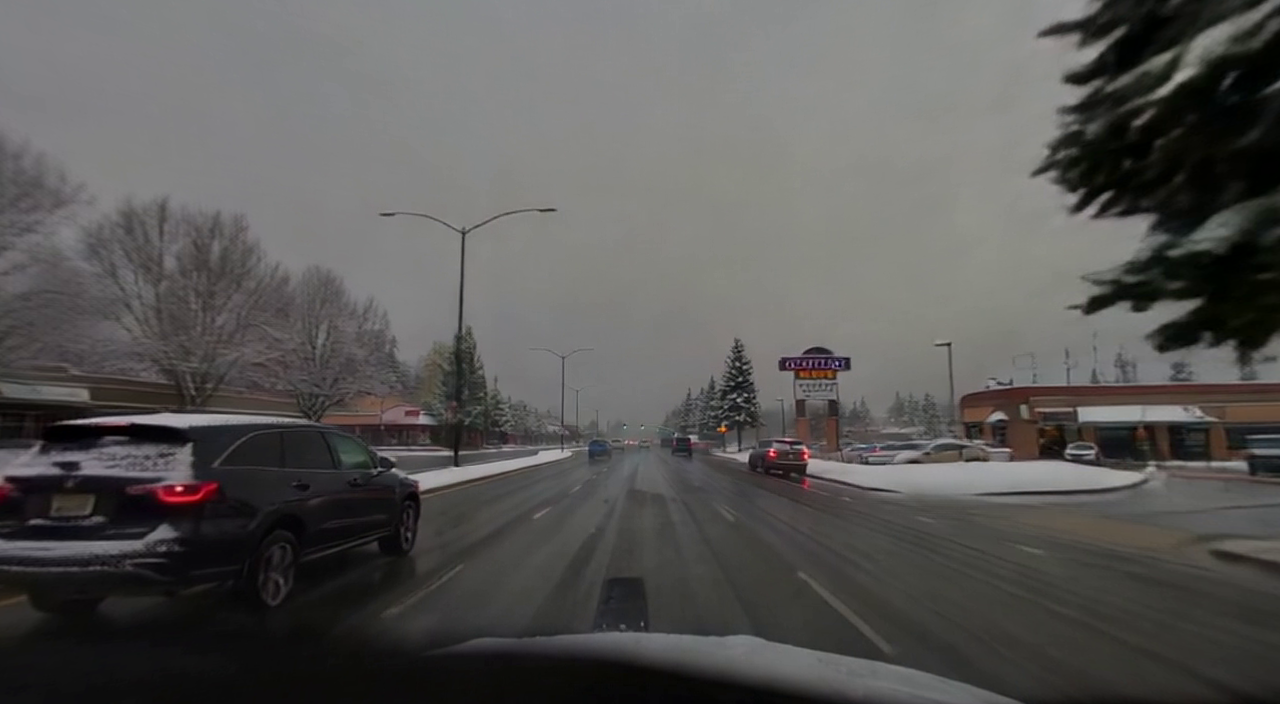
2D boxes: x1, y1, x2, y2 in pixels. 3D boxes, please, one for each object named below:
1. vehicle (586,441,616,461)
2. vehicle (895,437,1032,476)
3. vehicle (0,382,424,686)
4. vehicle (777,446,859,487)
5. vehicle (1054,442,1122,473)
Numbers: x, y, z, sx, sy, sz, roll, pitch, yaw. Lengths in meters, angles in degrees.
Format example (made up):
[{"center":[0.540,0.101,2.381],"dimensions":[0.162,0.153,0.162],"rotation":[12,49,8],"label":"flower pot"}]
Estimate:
[{"center":[-2.939,7.598,48.290],"dimensions":[2.005,1.446,4.265],"rotation":[0,-8,1],"label":"vehicle"},{"center":[15.154,4.882,29.755],"dimensions":[5.326,1.690,2.007],"rotation":[-8,-11,42],"label":"vehicle"},{"center":[-3.591,1.272,5.459],"dimensions":[1.983,1.635,3.957],"rotation":[0,-8,0],"label":"vehicle"},{"center":[6.688,4.326,24.225],"dimensions":[1.888,1.425,4.547],"rotation":[0,-8,1],"label":"vehicle"},{"center":[26.314,6.149,36.926],"dimensions":[4.673,1.696,1.922],"rotation":[7,-11,-39],"label":"vehicle"}]
